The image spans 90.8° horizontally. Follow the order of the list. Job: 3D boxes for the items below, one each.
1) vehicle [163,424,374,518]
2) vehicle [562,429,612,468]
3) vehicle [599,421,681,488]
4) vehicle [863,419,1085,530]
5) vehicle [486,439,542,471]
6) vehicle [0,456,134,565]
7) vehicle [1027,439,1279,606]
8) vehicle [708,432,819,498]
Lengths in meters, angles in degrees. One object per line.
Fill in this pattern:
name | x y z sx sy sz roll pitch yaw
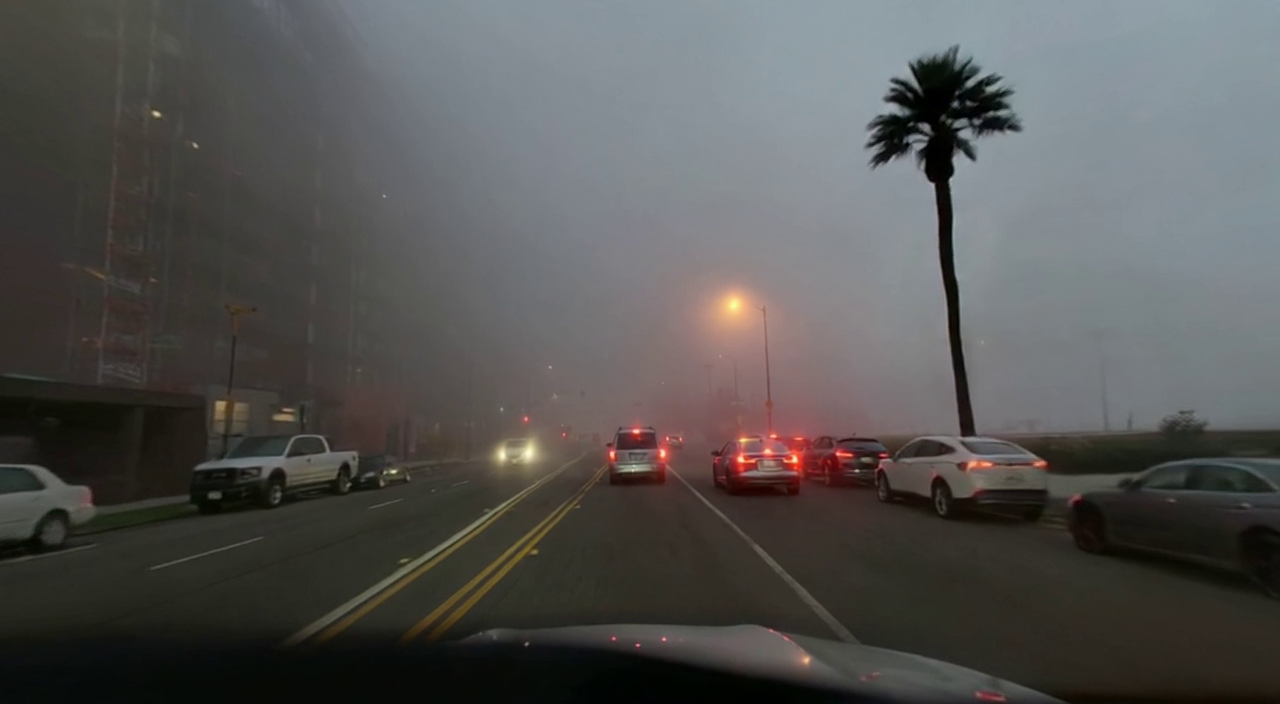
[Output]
vehicle | -10.027 3.324 17.885 2.294 1.948 6.025 -6 -10 0
vehicle | -2.669 4.982 32.737 2.180 1.879 4.452 0 -8 0
vehicle | -0.011 3.142 19.605 2.264 1.798 4.258 0 -8 0
vehicle | 6.325 2.351 12.732 1.886 1.792 4.525 0 -8 -1
vehicle | -6.390 5.262 32.538 2.020 1.486 4.363 0 -8 0
vehicle | -9.892 2.247 8.792 1.804 1.478 4.734 0 -8 -1
vehicle | 6.445 1.662 6.737 1.819 1.435 4.337 0 -8 -1
vehicle | 3.054 2.881 16.530 1.999 1.487 3.939 0 -8 -1
